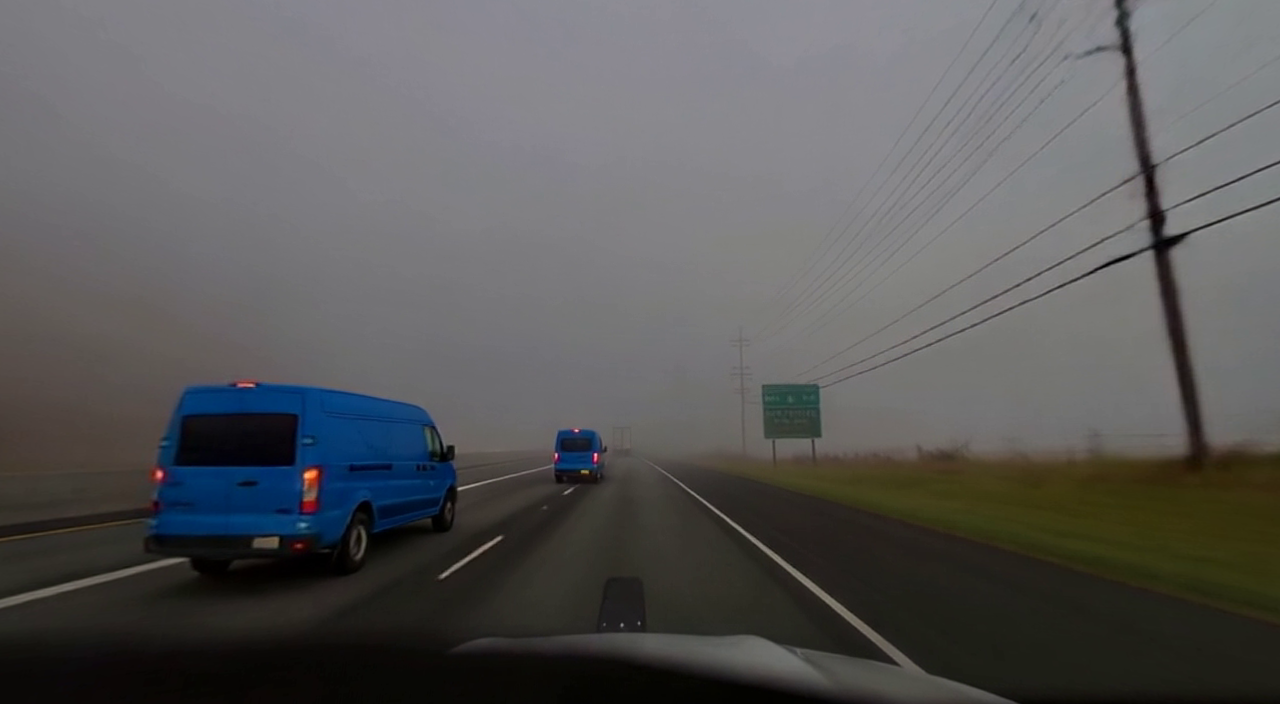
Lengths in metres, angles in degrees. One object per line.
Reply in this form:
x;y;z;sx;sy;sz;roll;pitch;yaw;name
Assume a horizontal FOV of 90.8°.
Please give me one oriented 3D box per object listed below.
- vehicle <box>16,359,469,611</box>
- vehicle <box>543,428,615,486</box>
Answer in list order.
-3.861;1.440;7.608;2.145;2.010;4.980;0;-9;0;vehicle
-2.234;4.110;24.842;2.197;2.011;5.130;0;-9;1;vehicle
